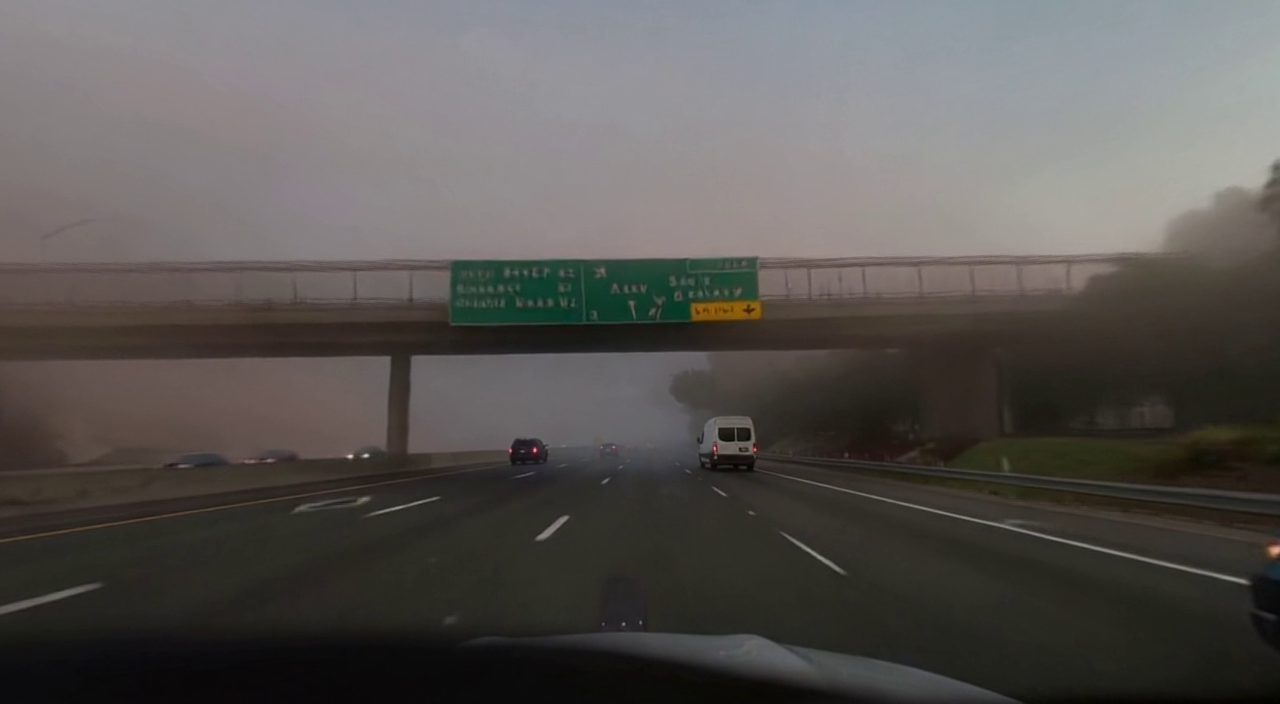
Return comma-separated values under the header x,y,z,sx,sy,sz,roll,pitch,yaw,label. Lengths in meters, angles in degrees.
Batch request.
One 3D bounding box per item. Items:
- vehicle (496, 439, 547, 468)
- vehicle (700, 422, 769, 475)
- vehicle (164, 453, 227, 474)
x,y,z,sx,sy,sz,roll,pitch,yaw,label
-7.025,6.077,37.846,2.068,1.632,4.623,0,-9,1,vehicle
4.256,4.508,29.518,2.347,2.234,5.352,0,-8,-1,vehicle
-33.205,8.337,47.237,1.754,1.457,4.045,0,-8,0,vehicle
